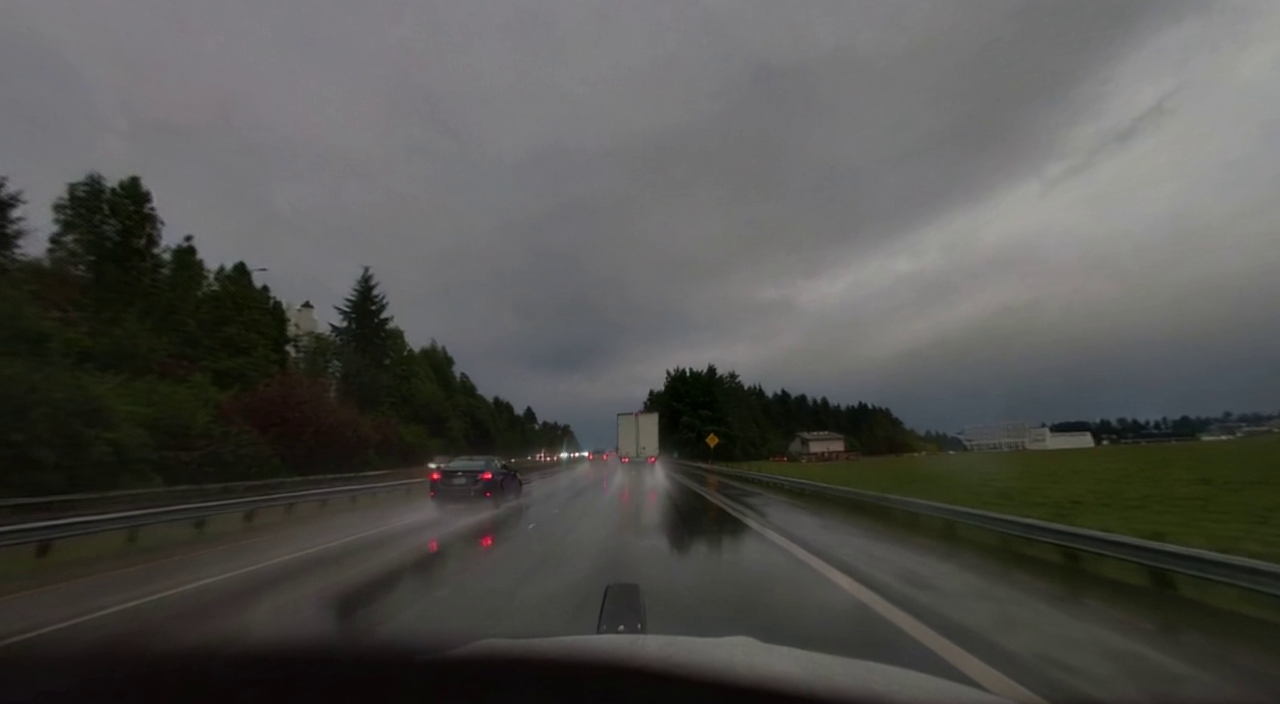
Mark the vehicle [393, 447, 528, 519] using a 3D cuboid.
[{"bbox_3d":[-4.097,3.048,15.212,1.968,1.460,4.227,0,-9,1],"label":"vehicle"}]
